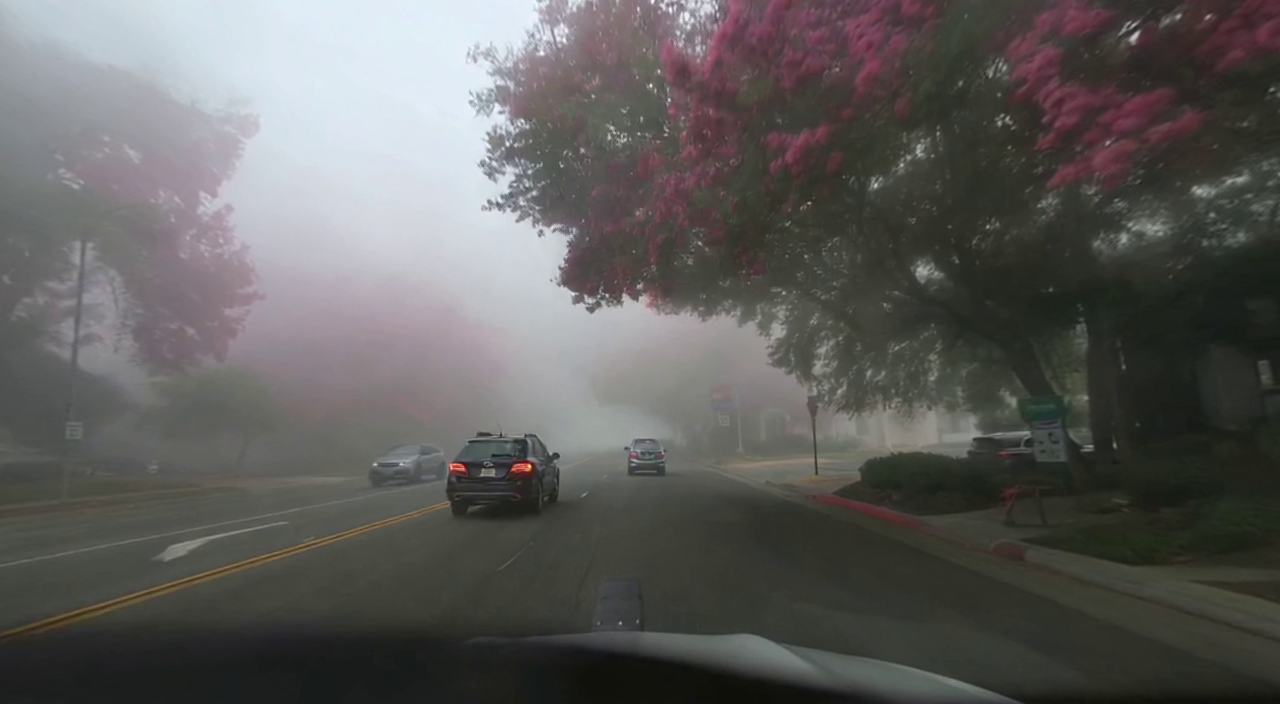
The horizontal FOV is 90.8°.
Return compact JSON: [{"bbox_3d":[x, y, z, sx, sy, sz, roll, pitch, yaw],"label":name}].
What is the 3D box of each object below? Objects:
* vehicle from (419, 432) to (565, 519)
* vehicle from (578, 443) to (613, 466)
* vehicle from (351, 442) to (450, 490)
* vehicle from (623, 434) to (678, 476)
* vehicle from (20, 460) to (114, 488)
[{"bbox_3d":[-3.058,2.657,14.106,2.167,1.634,4.220,0,-8,1],"label":"vehicle"},{"bbox_3d":[-2.877,6.785,41.846,2.001,1.431,4.389,0,-8,1],"label":"vehicle"},{"bbox_3d":[-9.551,4.543,25.679,2.190,1.744,4.612,0,-8,0],"label":"vehicle"},{"bbox_3d":[0.462,4.797,29.583,2.376,1.801,4.317,0,-8,0],"label":"vehicle"},{"bbox_3d":[-31.191,6.648,34.447,3.451,1.425,1.616,0,-8,0],"label":"vehicle"}]
